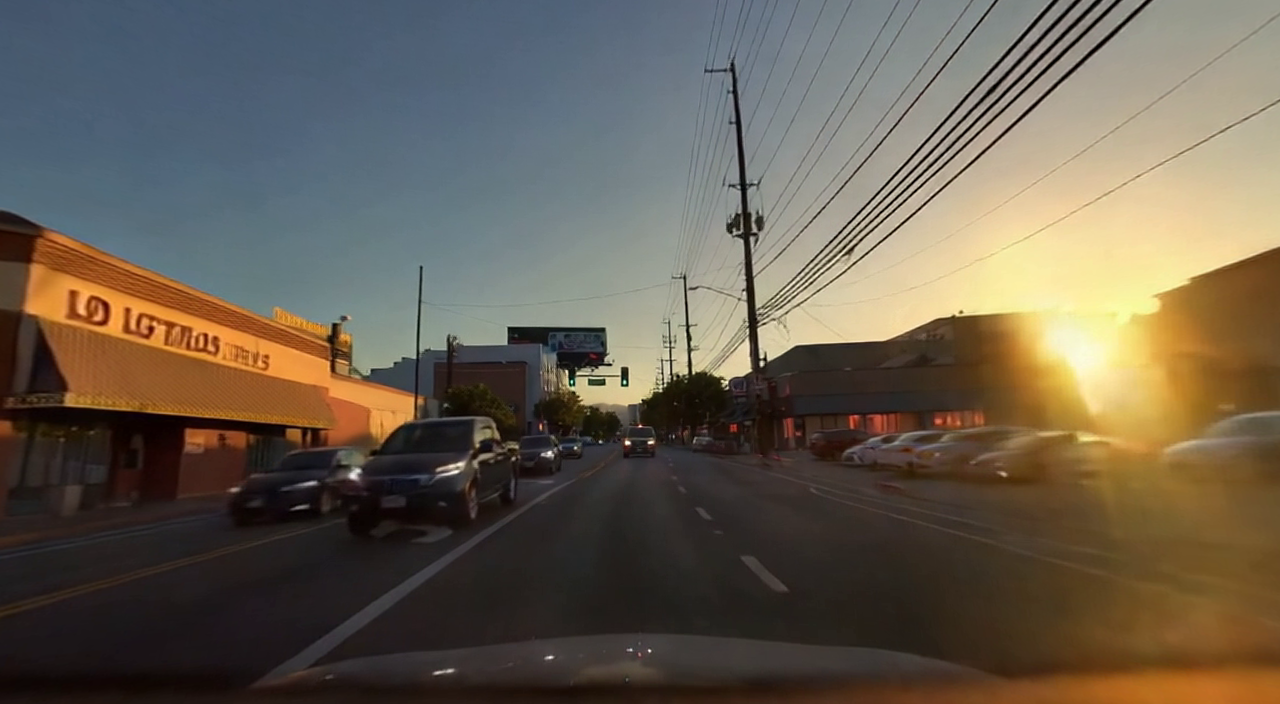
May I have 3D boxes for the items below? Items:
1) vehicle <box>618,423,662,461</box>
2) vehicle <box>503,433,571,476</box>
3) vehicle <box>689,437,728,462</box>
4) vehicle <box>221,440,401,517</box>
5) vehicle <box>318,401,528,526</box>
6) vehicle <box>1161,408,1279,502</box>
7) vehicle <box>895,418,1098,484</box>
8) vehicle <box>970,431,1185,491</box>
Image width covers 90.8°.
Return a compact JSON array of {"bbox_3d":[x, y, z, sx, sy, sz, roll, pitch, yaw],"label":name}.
[{"bbox_3d":[0.019,6.019,42.154,2.683,2.295,6.404,0,-8,1],"label":"vehicle"},{"bbox_3d":[-4.127,4.200,26.158,2.033,1.572,4.939,0,-8,0],"label":"vehicle"},{"bbox_3d":[4.328,6.247,40.547,1.926,1.482,4.442,0,-8,0],"label":"vehicle"},{"bbox_3d":[-7.392,2.846,14.823,1.869,1.504,4.430,0,-8,-1],"label":"vehicle"},{"bbox_3d":[-3.832,2.119,12.568,2.277,1.904,5.583,0,-8,-1],"label":"vehicle"},{"bbox_3d":[15.008,2.213,13.846,5.307,1.877,2.052,0,-8,-1],"label":"vehicle"},{"bbox_3d":[10.809,3.026,19.473,4.937,1.827,2.042,-1,-8,0],"label":"vehicle"},{"bbox_3d":[11.424,2.873,16.762,4.238,1.464,1.862,-1,-8,2],"label":"vehicle"}]
